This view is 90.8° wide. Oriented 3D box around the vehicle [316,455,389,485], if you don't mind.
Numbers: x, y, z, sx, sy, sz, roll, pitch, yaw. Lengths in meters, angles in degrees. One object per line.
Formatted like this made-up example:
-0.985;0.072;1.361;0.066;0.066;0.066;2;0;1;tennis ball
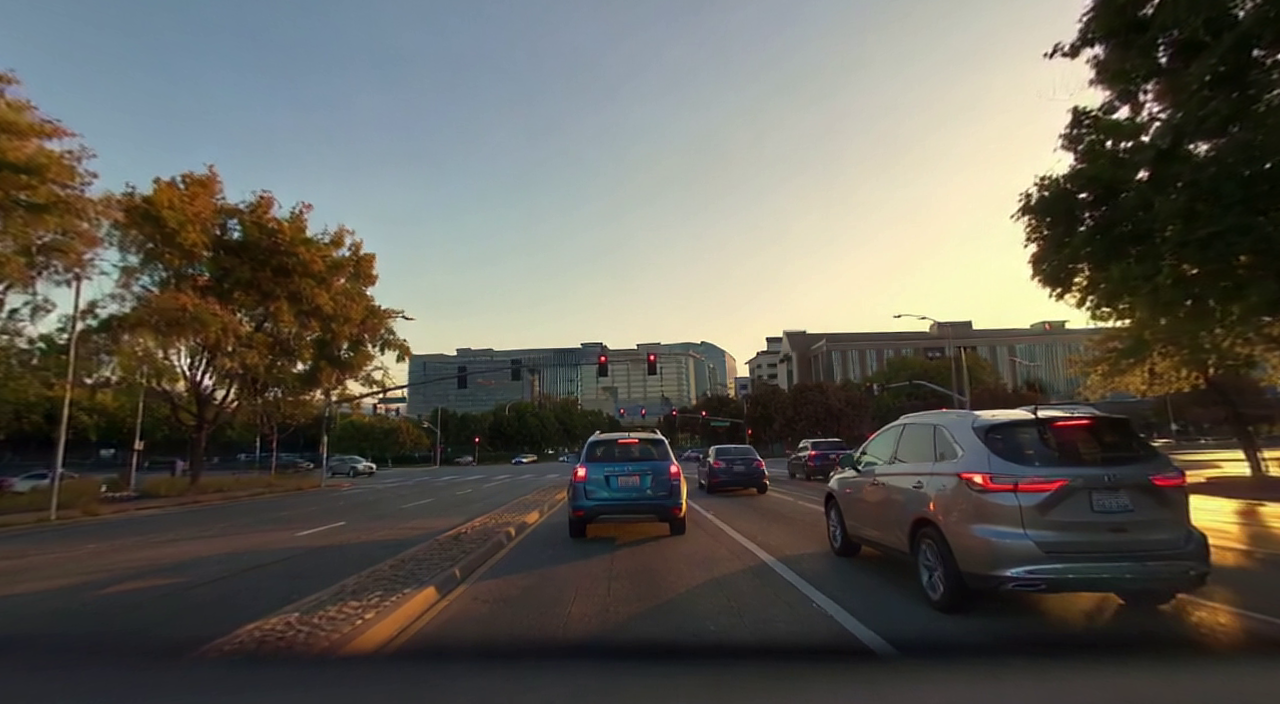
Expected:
-20.641;8.410;45.330;4.905;1.949;2.354;-5;-10;32;vehicle

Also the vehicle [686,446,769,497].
2.694;3.779;20.484;1.900;1.459;4.260;0;-8;-3;vehicle

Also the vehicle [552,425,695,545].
-0.284;2.216;11.192;2.039;1.698;4.144;0;-8;-2;vehicle

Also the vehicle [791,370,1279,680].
3.139;1.328;5.970;2.228;1.798;4.370;0;-8;-2;vehicle

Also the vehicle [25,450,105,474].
-40.512;7.734;44.607;1.742;1.526;4.004;-1;-8;3;vehicle
